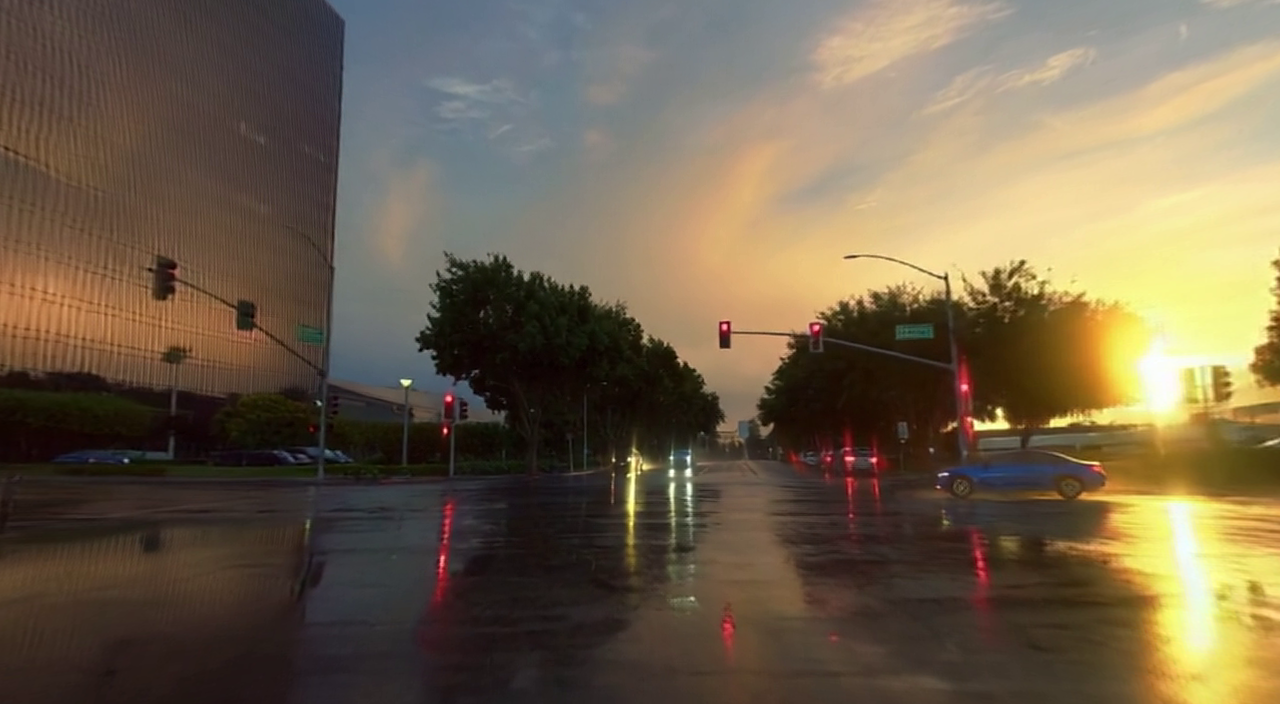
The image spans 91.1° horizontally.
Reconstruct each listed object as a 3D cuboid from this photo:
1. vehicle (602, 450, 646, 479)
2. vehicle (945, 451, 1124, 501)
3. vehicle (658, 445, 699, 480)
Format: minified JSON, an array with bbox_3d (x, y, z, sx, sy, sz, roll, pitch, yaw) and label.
[{"bbox_3d":[-0.848,6.522,36.597,2.068,1.486,4.664,-1,-8,5],"label":"vehicle"},{"bbox_3d":[13.379,4.162,21.495,4.896,1.503,1.971,-6,-10,35],"label":"vehicle"},{"bbox_3d":[2.049,5.790,33.262,2.018,1.699,4.751,-1,-8,4],"label":"vehicle"}]
